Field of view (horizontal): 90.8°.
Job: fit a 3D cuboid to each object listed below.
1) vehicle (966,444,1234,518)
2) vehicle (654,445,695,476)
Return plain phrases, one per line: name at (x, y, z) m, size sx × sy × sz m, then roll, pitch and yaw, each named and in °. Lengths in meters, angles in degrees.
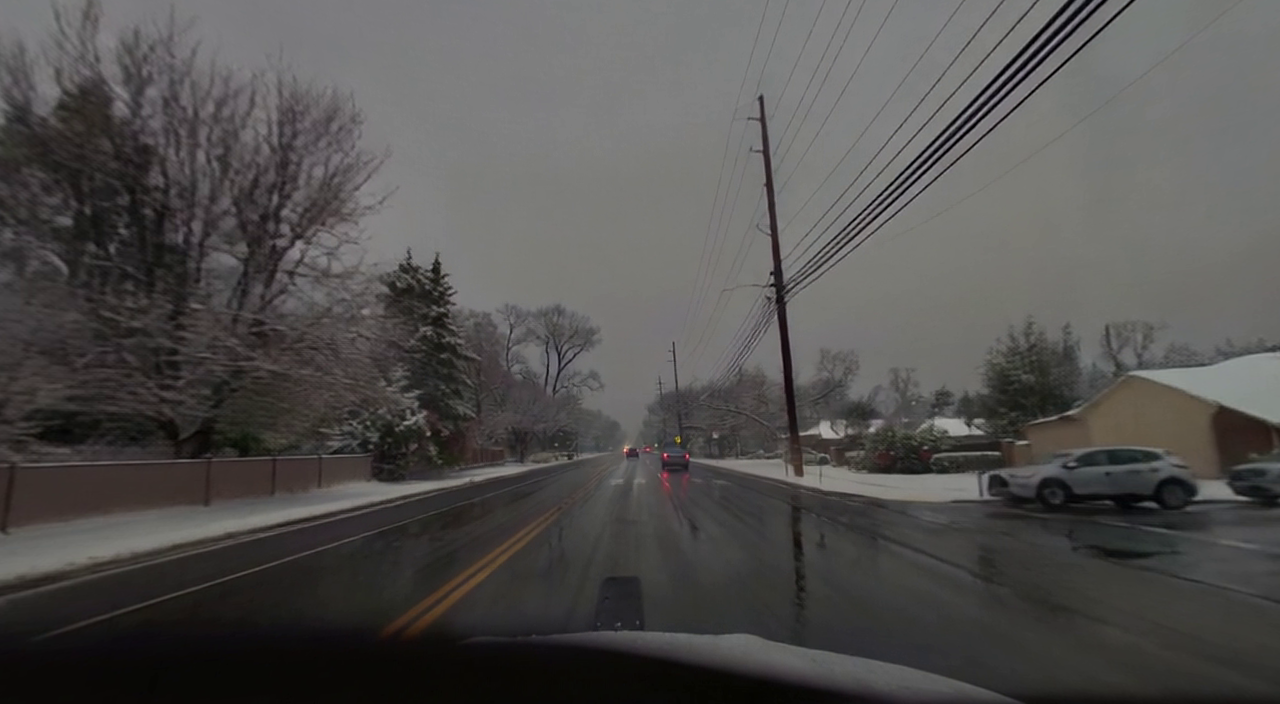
vehicle at (10.134, 2.834, 14.205) m, size 4.511 × 1.473 × 1.962 m, roll 0°, pitch -8°, yaw -2°
vehicle at (1.720, 5.631, 32.903) m, size 1.975 × 1.497 × 3.647 m, roll 0°, pitch -9°, yaw 1°
